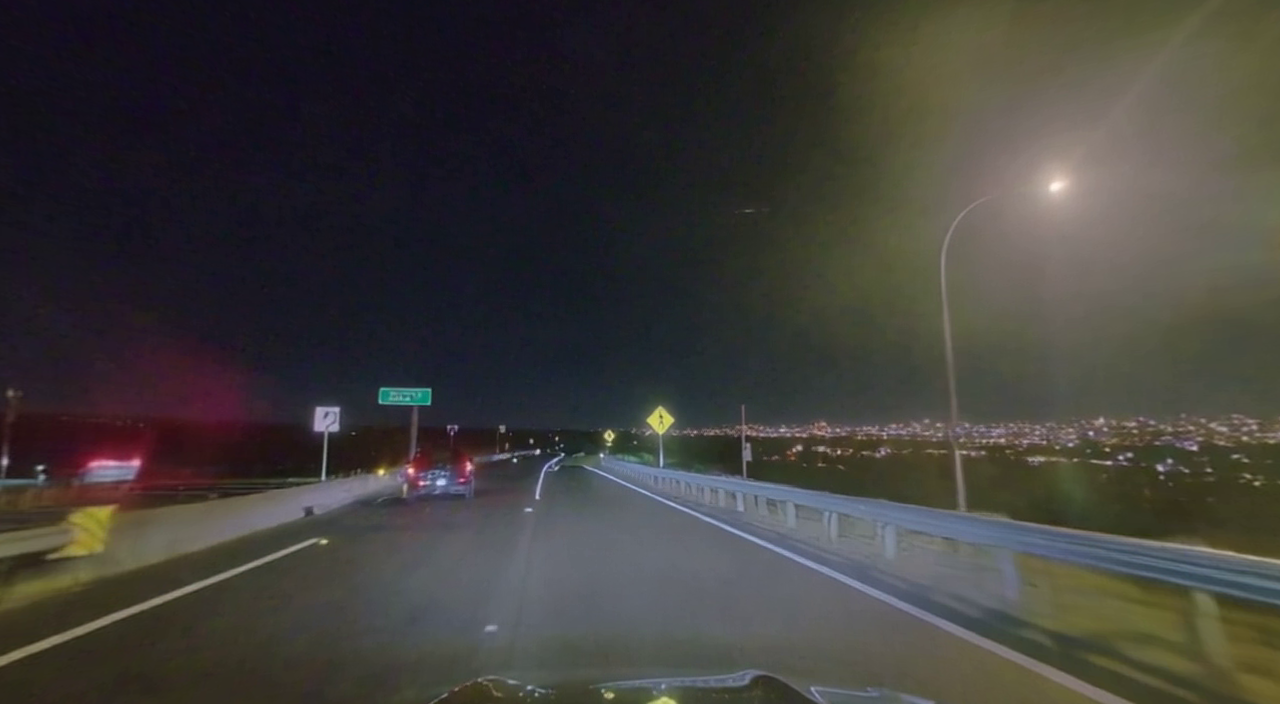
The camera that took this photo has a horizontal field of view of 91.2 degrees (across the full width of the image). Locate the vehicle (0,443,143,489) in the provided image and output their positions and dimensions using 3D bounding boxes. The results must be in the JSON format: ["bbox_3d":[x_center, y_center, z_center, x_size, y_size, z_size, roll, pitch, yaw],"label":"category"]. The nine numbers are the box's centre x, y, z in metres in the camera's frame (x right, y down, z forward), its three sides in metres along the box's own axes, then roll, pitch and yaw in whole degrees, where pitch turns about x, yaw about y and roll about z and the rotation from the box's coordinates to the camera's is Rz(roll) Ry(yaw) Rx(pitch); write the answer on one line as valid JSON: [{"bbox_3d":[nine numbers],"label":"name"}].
[{"bbox_3d":[-20.482,4.007,22.232,4.278,1.505,2.018,-2,-9,10],"label":"vehicle"}]

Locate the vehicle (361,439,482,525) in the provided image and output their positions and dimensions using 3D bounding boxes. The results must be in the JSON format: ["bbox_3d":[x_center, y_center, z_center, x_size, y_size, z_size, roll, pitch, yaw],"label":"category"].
[{"bbox_3d":[-4.562,2.615,13.215,2.006,1.486,3.950,3,-9,-19],"label":"vehicle"}]
